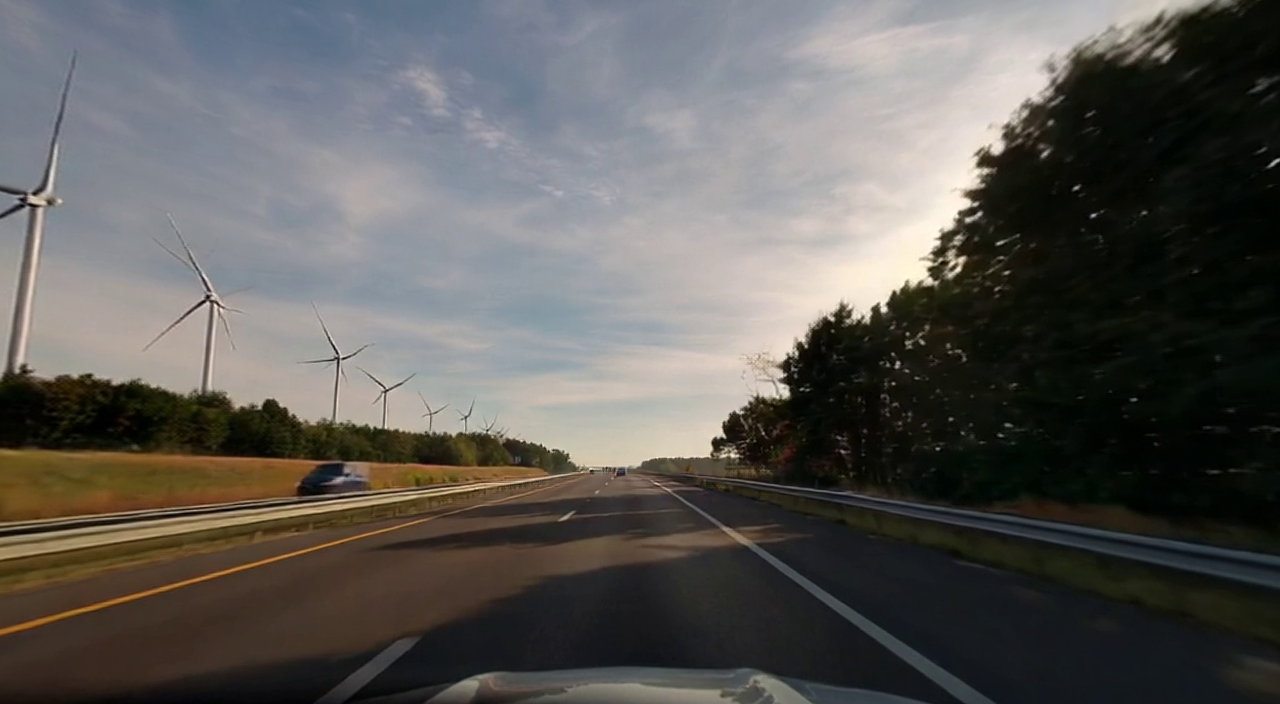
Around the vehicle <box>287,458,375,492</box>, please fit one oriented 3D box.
[{"bbox_3d":[-14.844,5.958,30.574,1.979,1.471,4.623,1,-11,-2],"label":"vehicle"}]
